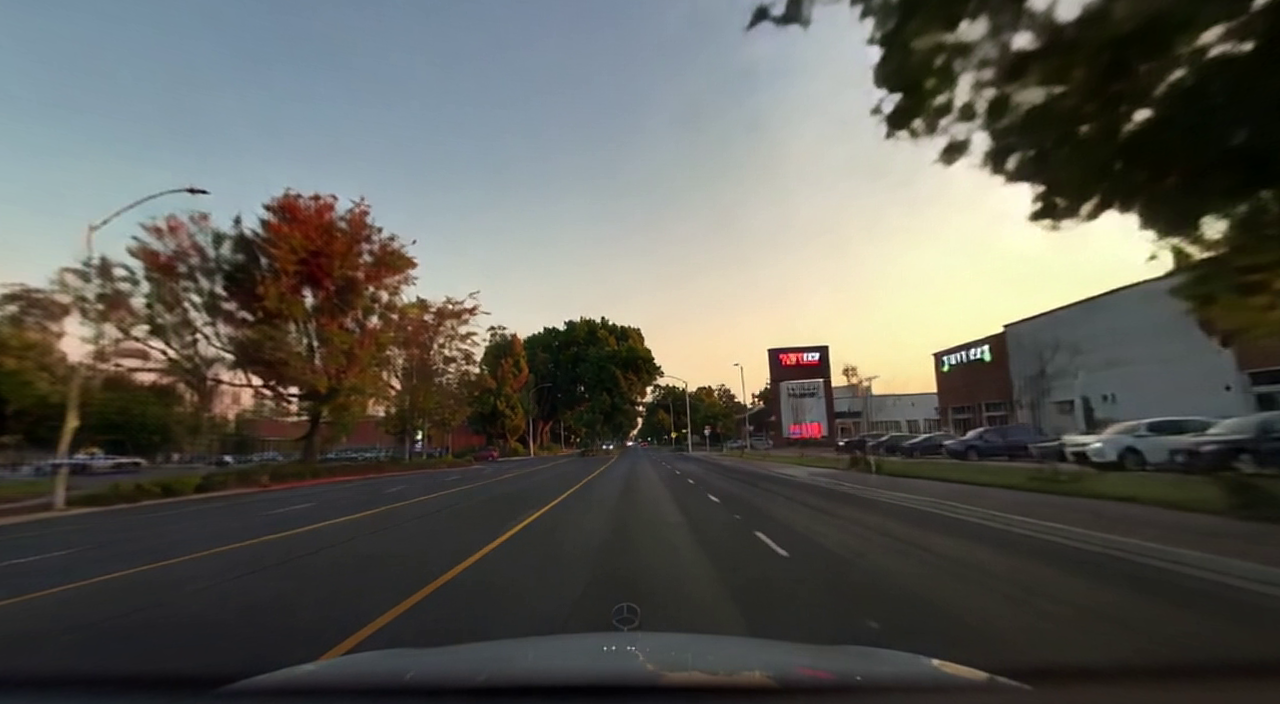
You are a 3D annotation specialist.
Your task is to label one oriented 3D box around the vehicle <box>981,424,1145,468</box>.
[{"bbox_3d":[15.948,3.562,24.046,4.544,1.541,2.292,-1,-8,0],"label":"vehicle"}]
